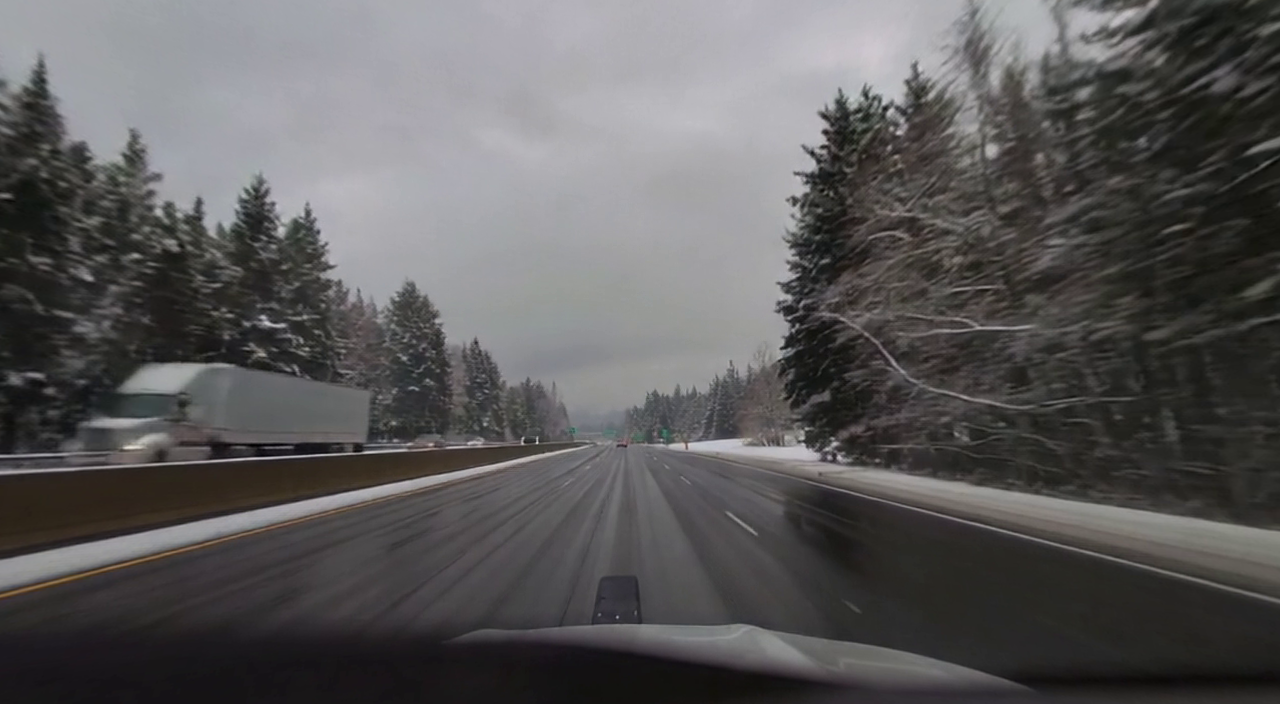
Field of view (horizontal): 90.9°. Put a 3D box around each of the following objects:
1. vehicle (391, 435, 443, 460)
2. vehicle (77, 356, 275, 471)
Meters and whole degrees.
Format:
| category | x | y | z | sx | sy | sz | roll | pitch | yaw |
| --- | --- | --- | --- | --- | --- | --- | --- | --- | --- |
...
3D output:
| category | x | y | z | sx | sy | sz | roll | pitch | yaw |
| --- | --- | --- | --- | --- | --- | --- | --- | --- | --- |
| vehicle | -12.791 | 5.467 | 36.312 | 1.846 | 1.358 | 3.271 | 0 | -8 | 0 |
| vehicle | -17.096 | 2.427 | 23.883 | 2.903 | 3.816 | 5.854 | 0 | -8 | 0 |
